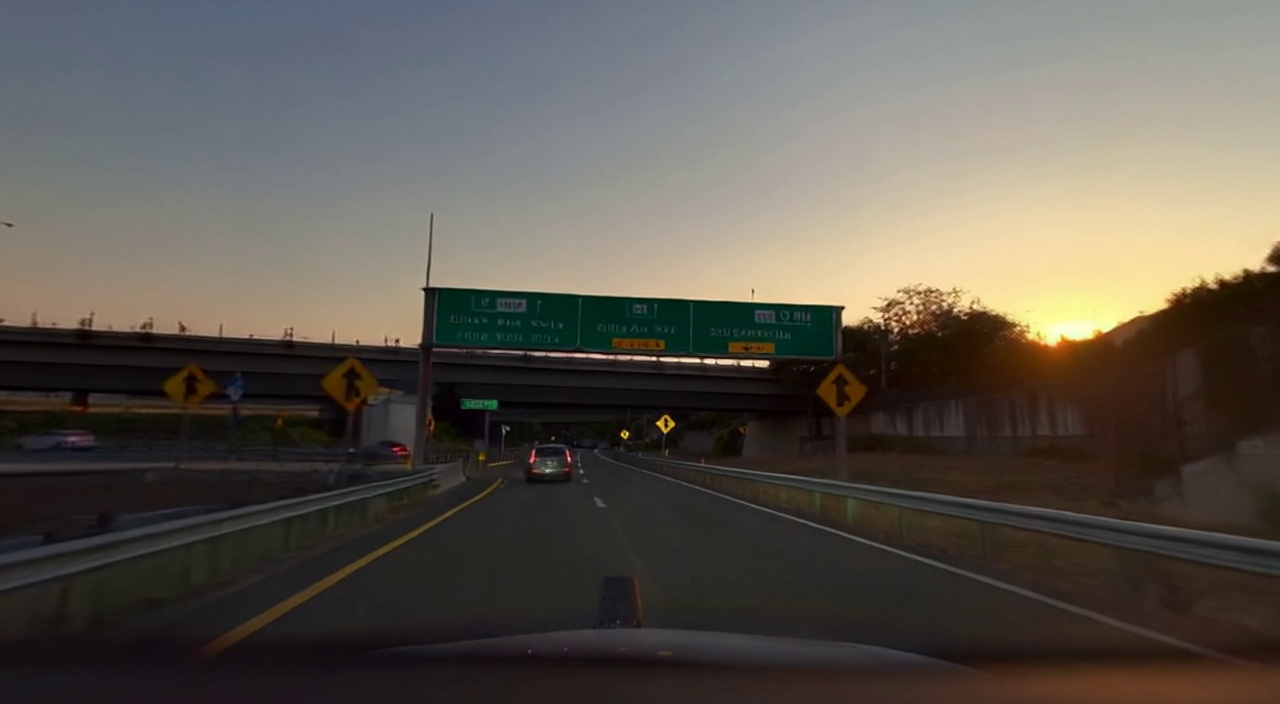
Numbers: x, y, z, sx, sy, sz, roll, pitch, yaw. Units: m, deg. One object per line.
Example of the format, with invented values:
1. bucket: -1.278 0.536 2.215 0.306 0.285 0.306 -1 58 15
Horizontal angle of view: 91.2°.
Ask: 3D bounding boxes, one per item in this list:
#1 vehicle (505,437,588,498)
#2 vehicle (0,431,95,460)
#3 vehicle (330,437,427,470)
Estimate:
1. vehicle: -2.593 3.174 17.600 2.006 1.486 3.950 1 -9 -8
2. vehicle: -32.220 5.028 33.640 3.904 1.482 1.834 1 -9 -10
3. vehicle: -12.817 4.975 30.704 4.278 1.505 2.018 -5 -10 26
